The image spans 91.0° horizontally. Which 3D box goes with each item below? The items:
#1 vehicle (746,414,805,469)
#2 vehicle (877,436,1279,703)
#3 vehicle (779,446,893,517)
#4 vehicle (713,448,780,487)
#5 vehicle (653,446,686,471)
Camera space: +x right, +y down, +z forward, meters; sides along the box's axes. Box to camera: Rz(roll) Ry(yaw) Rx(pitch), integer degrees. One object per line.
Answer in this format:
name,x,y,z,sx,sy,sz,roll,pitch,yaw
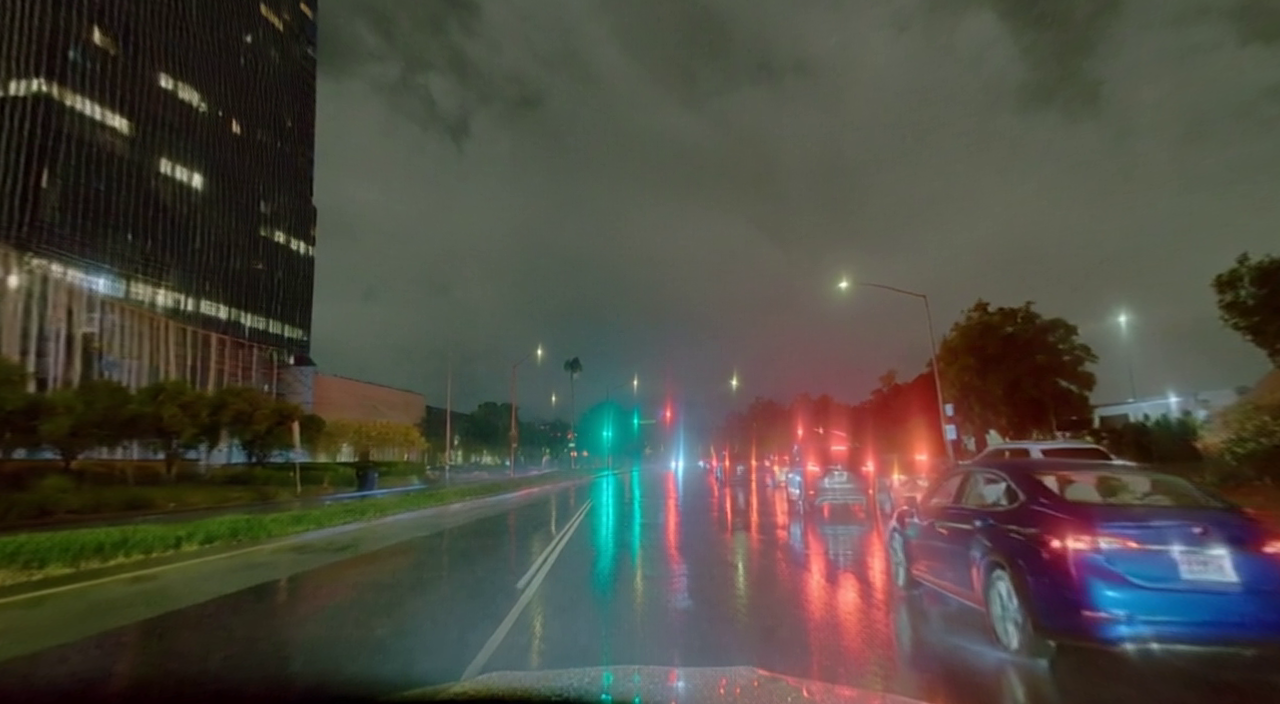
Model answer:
vehicle,9.971,6.865,48.009,3.128,3.616,13.736,-1,-9,7
vehicle,3.342,1.427,4.810,2.032,1.490,3.871,-1,-9,8
vehicle,5.072,3.352,17.038,2.089,1.609,4.922,-1,-9,7
vehicle,4.649,5.088,28.075,2.183,1.553,3.923,0,-9,-1
vehicle,2.200,7.650,45.453,2.121,1.728,4.161,-1,-9,6
